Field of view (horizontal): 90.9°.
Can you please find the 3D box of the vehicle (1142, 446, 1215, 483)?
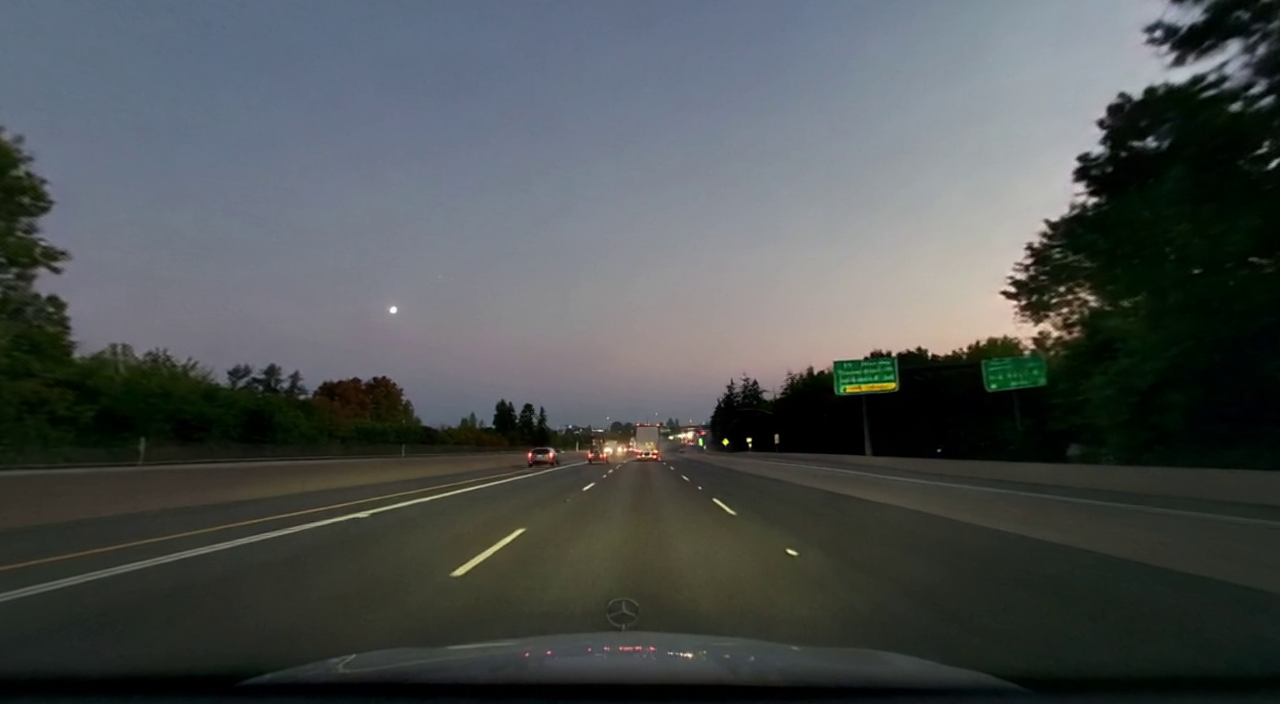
[{"bbox_3d":[32.334,6.704,37.997,2.085,2.025,4.992,-4,-10,27],"label":"vehicle"}]
